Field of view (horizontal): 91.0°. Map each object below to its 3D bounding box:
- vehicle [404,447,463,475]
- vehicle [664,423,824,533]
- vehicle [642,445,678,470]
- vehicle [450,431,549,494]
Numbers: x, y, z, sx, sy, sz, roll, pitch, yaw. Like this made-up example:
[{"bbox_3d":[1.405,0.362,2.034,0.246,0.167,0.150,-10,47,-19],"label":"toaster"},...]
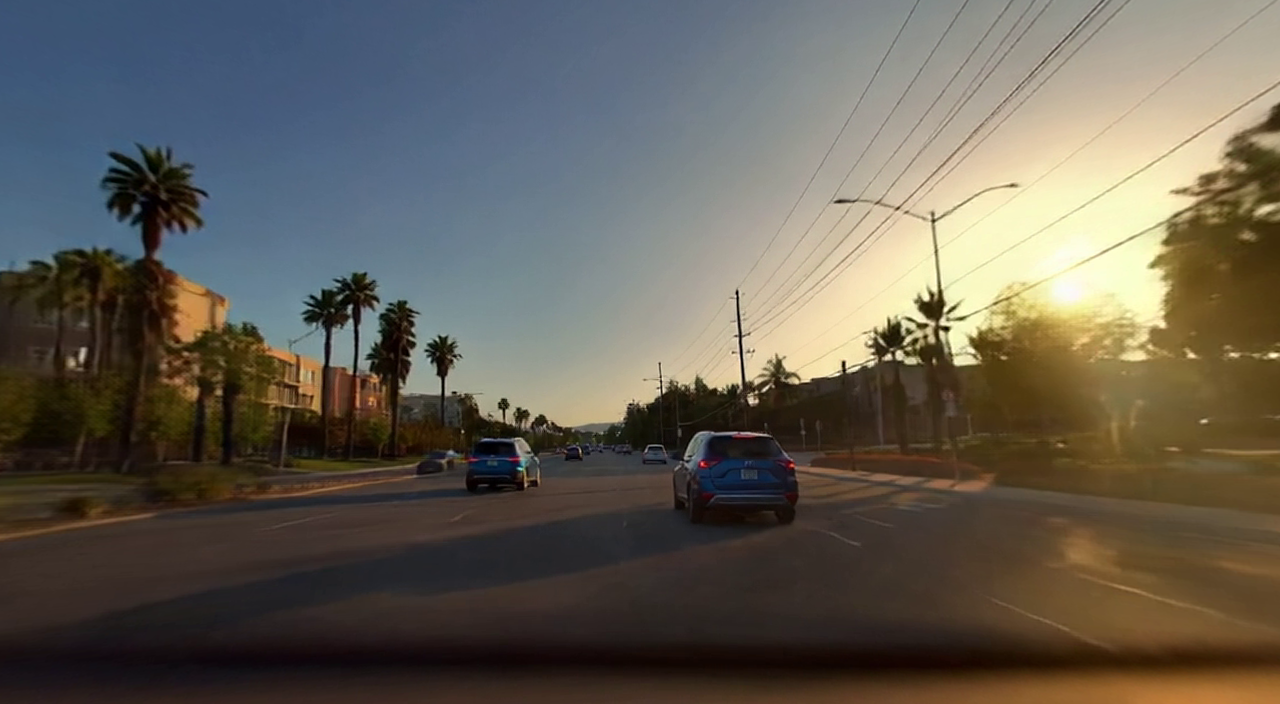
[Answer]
[{"bbox_3d":[-12.608,6.664,38.854,1.996,1.569,5.041,0,-9,-1],"label":"vehicle"},{"bbox_3d":[1.730,2.313,12.134,2.198,1.706,4.166,0,-9,-3],"label":"vehicle"},{"bbox_3d":[1.211,6.741,40.307,1.981,1.472,3.923,0,-9,-3],"label":"vehicle"},{"bbox_3d":[-4.444,3.598,20.794,2.169,1.796,4.821,0,-9,0],"label":"vehicle"}]
